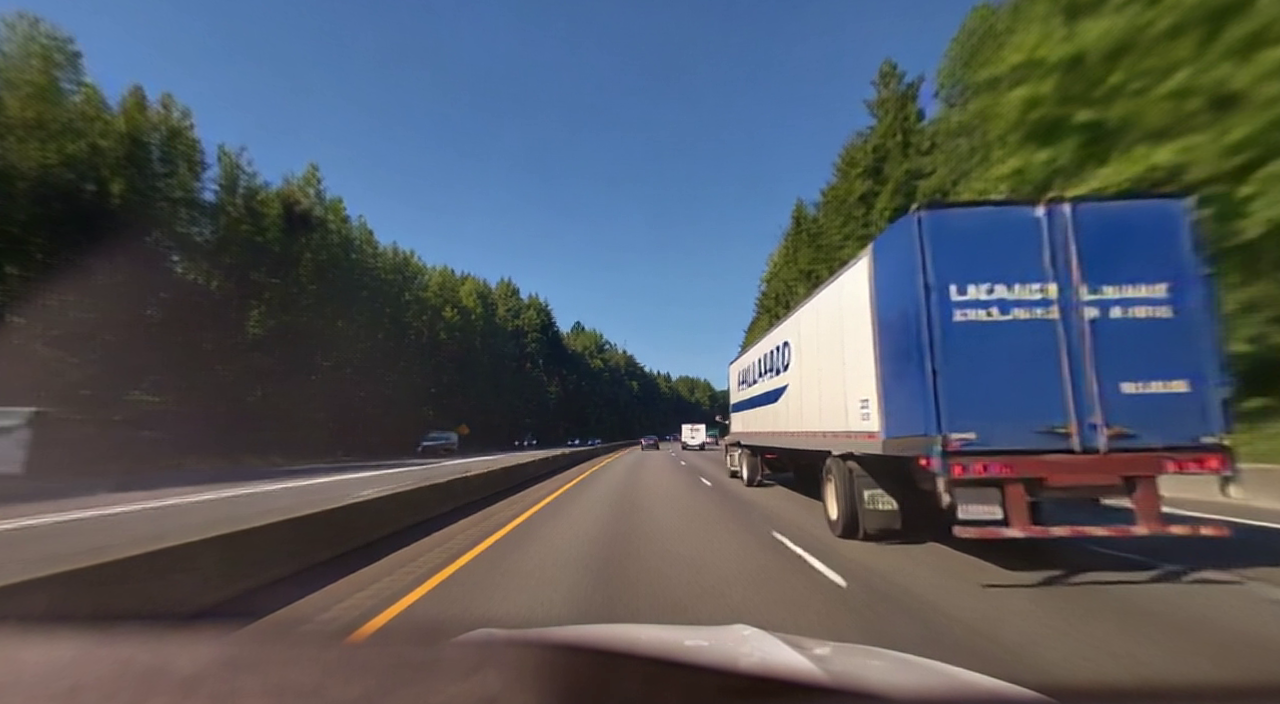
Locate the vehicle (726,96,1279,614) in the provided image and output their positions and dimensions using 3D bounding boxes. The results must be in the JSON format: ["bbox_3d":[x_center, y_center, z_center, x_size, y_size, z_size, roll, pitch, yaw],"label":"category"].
[{"bbox_3d":[4.303,0.817,11.774,3.171,4.072,13.784,0,-8,-1],"label":"vehicle"}]
